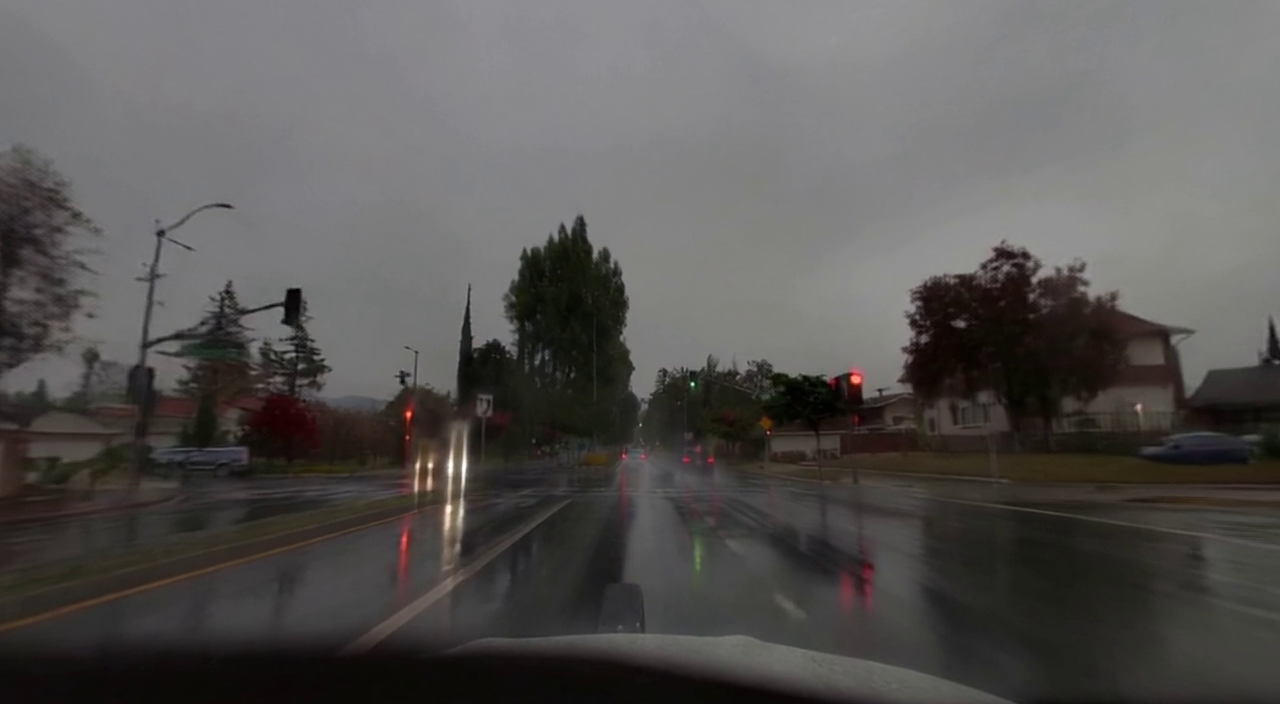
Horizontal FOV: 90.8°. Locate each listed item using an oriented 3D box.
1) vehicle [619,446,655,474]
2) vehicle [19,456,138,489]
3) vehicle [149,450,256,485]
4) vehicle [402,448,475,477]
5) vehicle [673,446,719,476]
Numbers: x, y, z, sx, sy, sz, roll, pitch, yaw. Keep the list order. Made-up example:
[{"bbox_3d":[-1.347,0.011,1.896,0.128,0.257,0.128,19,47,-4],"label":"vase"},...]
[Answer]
[{"bbox_3d":[-0.180,6.323,37.269,2.018,1.511,3.993,0,-8,-1],"label":"vehicle"},{"bbox_3d":[-32.046,6.876,36.161,4.707,1.747,2.130,0,-8,1],"label":"vehicle"},{"bbox_3d":[-25.146,6.651,36.429,4.634,1.840,2.025,-1,-10,1],"label":"vehicle"},{"bbox_3d":[-14.574,7.955,46.014,2.188,1.940,5.008,-4,-9,26],"label":"vehicle"},{"bbox_3d":[3.017,5.973,34.936,2.057,1.496,4.401,0,-8,-2],"label":"vehicle"}]
